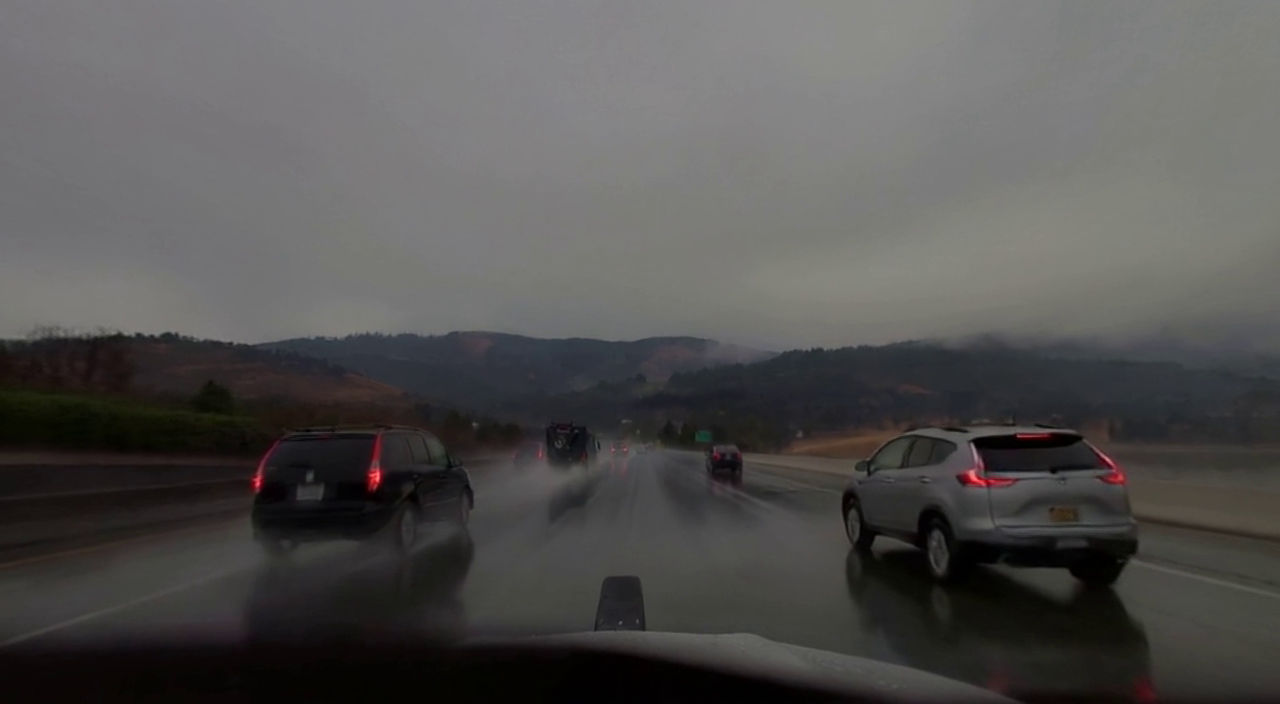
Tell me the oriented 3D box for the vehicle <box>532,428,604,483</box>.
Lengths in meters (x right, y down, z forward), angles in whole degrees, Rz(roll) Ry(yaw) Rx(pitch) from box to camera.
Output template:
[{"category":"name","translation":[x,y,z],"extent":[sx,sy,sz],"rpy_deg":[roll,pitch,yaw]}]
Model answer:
[{"category":"vehicle","translation":[-3.035,4.541,27.911],"extent":[2.494,2.136,5.539],"rpy_deg":[0,-8,1]}]

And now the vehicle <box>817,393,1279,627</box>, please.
[{"category":"vehicle","translation":[3.678,1.498,6.979],"extent":[2.066,1.696,4.604],"rpy_deg":[0,-8,0]}]

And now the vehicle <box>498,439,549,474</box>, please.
[{"category":"vehicle","translation":[-6.935,6.277,38.016],"extent":[2.149,1.922,4.976],"rpy_deg":[0,-8,0]}]

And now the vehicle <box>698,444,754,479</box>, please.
[{"category":"vehicle","translation":[4.169,5.351,31.180],"extent":[2.071,1.570,4.637],"rpy_deg":[0,-8,0]}]

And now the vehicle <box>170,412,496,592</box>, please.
[{"category":"vehicle","translation":[-3.458,1.764,8.246],"extent":[2.080,1.716,4.207],"rpy_deg":[0,-8,1]}]
